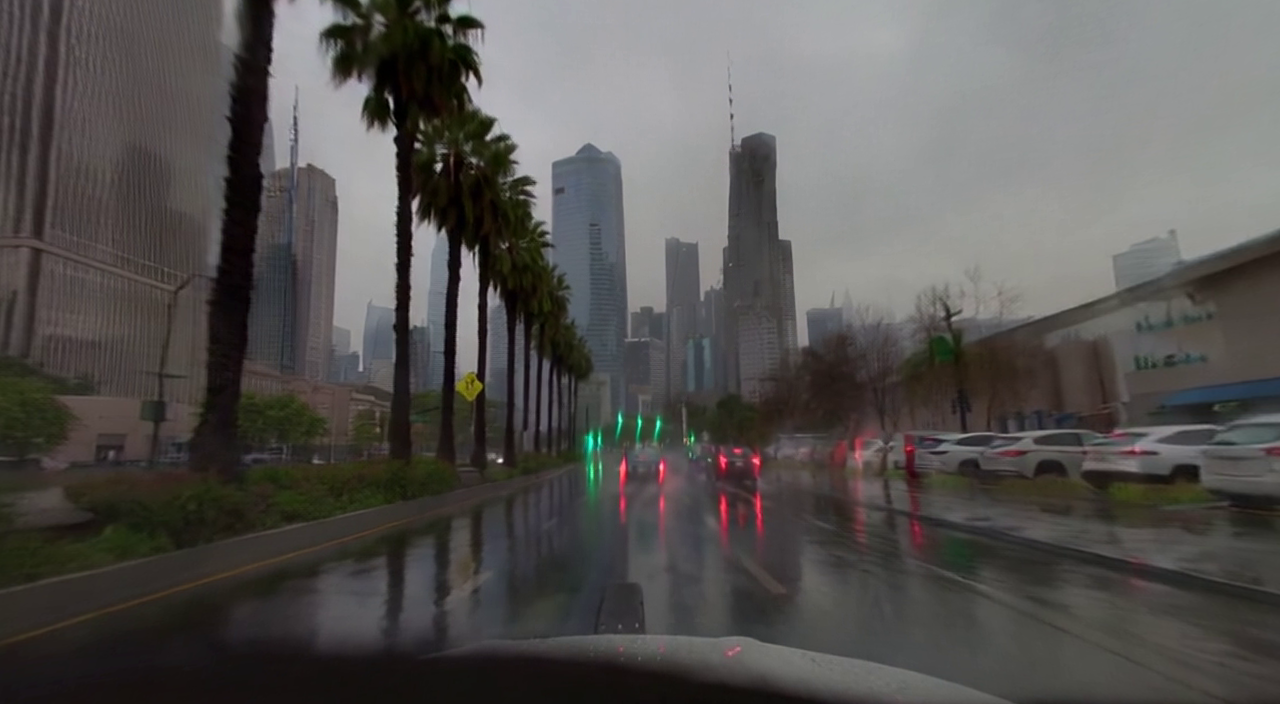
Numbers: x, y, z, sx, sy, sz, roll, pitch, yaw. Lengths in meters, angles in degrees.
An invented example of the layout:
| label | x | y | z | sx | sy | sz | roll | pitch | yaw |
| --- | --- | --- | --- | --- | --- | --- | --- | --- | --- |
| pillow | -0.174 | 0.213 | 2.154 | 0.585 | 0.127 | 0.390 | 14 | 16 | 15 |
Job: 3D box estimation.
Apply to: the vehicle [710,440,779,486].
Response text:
| label | x | y | z | sx | sy | sz | roll | pitch | yaw |
| --- | --- | --- | --- | --- | --- | --- | --- | --- | --- |
| vehicle | 4.408 | 4.769 | 27.357 | 2.136 | 1.774 | 4.778 | 0 | -9 | 0 |

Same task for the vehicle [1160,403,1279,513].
| label | x | y | z | sx | sy | sz | roll | pitch | yaw |
| --- | --- | --- | --- | --- | --- | --- | --- | --- | --- |
| vehicle | 12.801 | 1.911 | 11.441 | 4.583 | 1.794 | 2.453 | 1 | -9 | -4 |

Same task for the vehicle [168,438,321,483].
| label | x | y | z | sx | sy | sz | roll | pitch | yaw |
| --- | --- | --- | --- | --- | --- | --- | --- | --- | --- |
| vehicle | -30.578 | 8.448 | 49.937 | 3.081 | 3.048 | 13.223 | 0 | -9 | 3 |

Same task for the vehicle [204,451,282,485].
| label | x | y | z | sx | sy | sz | roll | pitch | yaw |
| --- | --- | --- | --- | --- | --- | --- | --- | --- | --- |
| vehicle | -26.449 | 7.741 | 42.205 | 2.277 | 2.133 | 4.869 | 1 | -10 | -5 |

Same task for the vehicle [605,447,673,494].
| label | x | y | z | sx | sy | sz | roll | pitch | yaw |
| --- | --- | --- | --- | --- | --- | --- | --- | --- | --- |
| vehicle | -0.028 | 4.205 | 22.792 | 2.235 | 1.528 | 3.876 | 0 | -9 | 0 |
